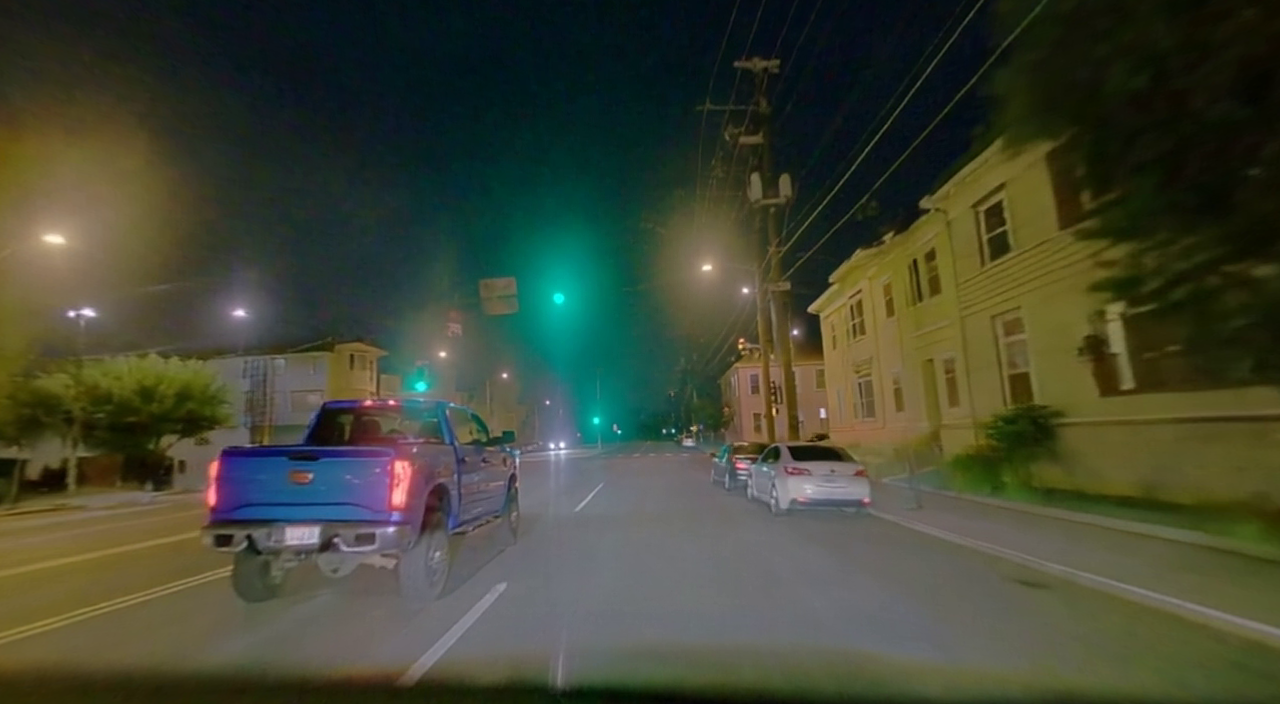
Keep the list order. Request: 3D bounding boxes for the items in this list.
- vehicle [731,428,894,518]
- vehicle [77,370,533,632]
[{"bbox_3d":[3.240,2.379,12.908,2.012,1.491,4.333,0,-9,-1],"label":"vehicle"},{"bbox_3d":[-2.899,1.477,7.305,2.242,1.890,5.306,-1,-9,1],"label":"vehicle"}]
